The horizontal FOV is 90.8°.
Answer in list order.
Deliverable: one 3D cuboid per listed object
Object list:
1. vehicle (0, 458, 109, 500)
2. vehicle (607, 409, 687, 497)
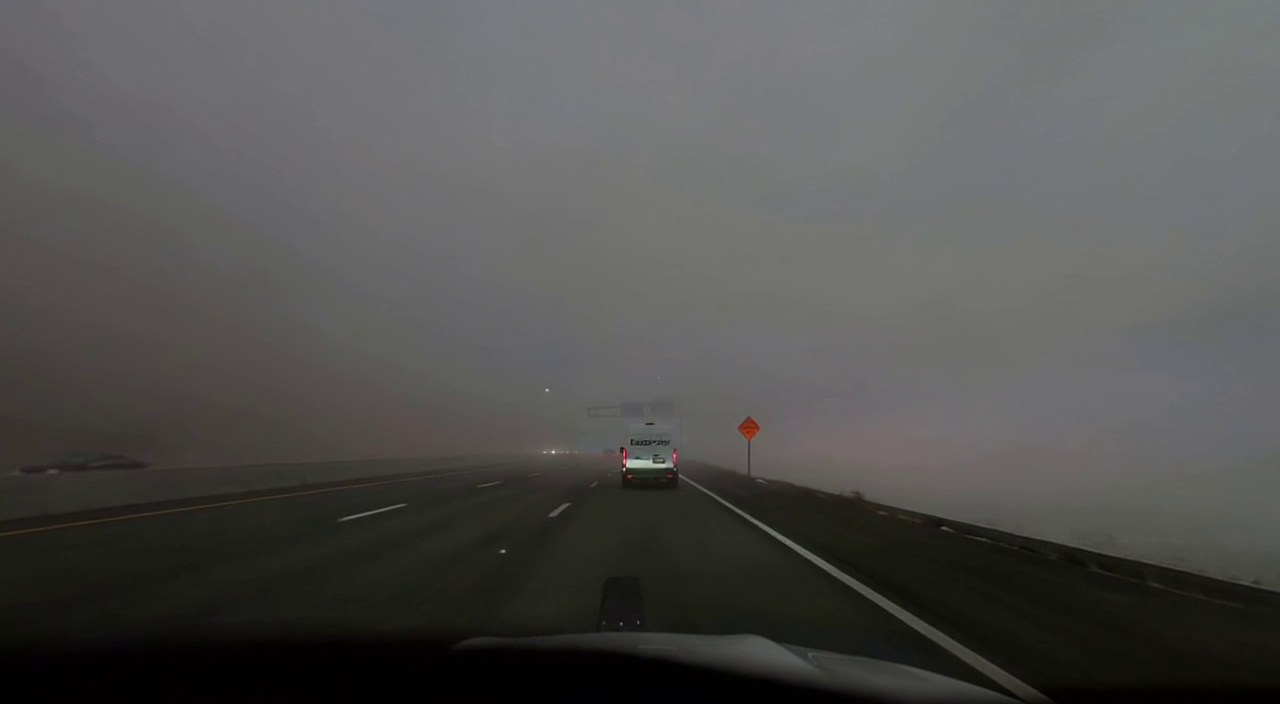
[{"bbox_3d":[-23.771,4.982,25.087,1.864,1.470,3.888,0,-9,-1],"label":"vehicle"},{"bbox_3d":[0.118,3.371,21.206,2.332,2.558,5.314,0,-9,-2],"label":"vehicle"}]
